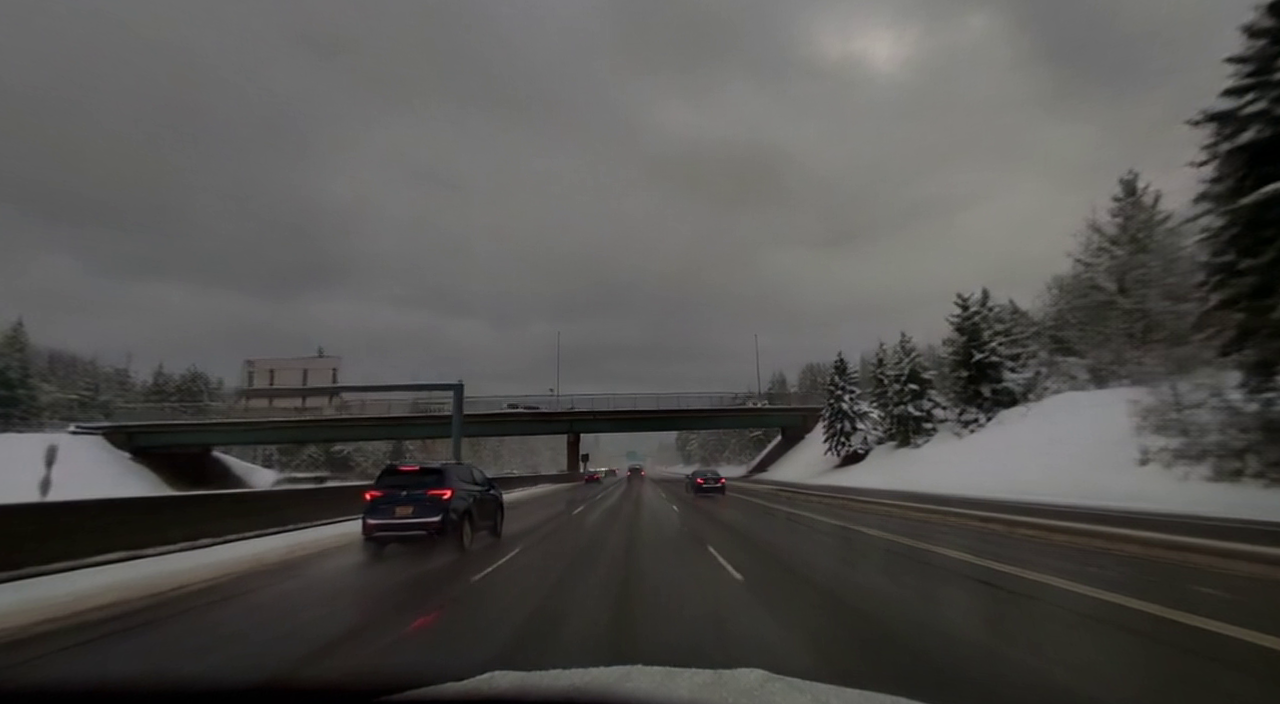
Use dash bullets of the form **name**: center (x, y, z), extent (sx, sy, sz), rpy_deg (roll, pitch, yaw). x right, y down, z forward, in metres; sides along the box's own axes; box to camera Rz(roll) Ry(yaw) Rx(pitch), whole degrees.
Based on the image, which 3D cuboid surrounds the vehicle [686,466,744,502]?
- **vehicle**: center (3.437, 6.160, 29.487), extent (2.092, 1.518, 4.348), rpy_deg (1, -11, -1)

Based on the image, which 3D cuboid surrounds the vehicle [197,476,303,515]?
- **vehicle**: center (-16.658, 6.114, 27.101), extent (1.835, 1.442, 4.120), rpy_deg (1, -11, 0)

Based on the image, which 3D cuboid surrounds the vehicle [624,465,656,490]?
- **vehicle**: center (0.014, 9.073, 45.513), extent (2.181, 1.698, 4.056), rpy_deg (1, -11, 0)

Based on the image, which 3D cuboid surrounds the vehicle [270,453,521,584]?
- **vehicle**: center (-3.351, 2.405, 9.751), extent (2.099, 1.516, 4.308), rpy_deg (1, -11, 0)
